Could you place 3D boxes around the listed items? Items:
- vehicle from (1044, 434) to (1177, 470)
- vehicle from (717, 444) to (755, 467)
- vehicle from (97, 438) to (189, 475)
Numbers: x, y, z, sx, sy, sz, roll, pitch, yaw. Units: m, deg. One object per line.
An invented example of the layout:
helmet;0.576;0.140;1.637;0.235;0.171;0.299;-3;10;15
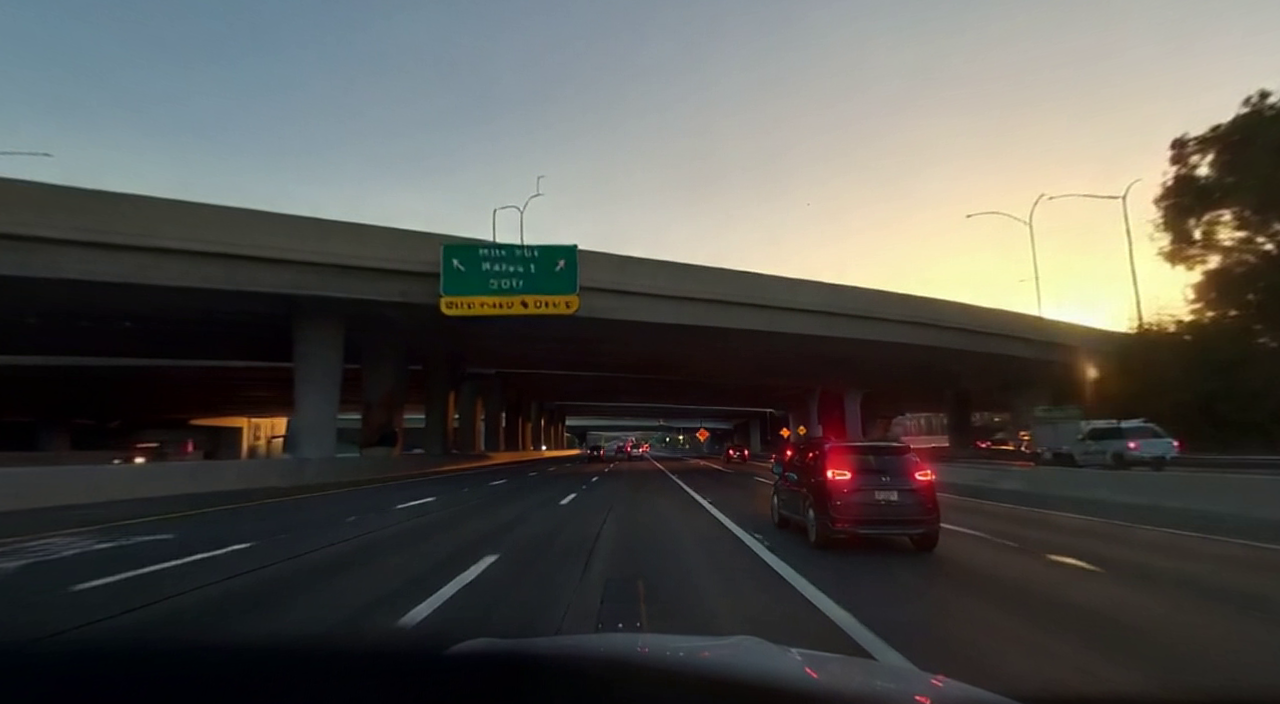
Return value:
vehicle;21.081;4.505;28.655;1.821;1.479;5.004;1;-8;-6
vehicle;7.011;7.620;46.635;2.075;1.611;4.421;0;-8;-1
vehicle;-38.233;8.046;48.898;2.385;2.644;5.881;0;-8;-2
